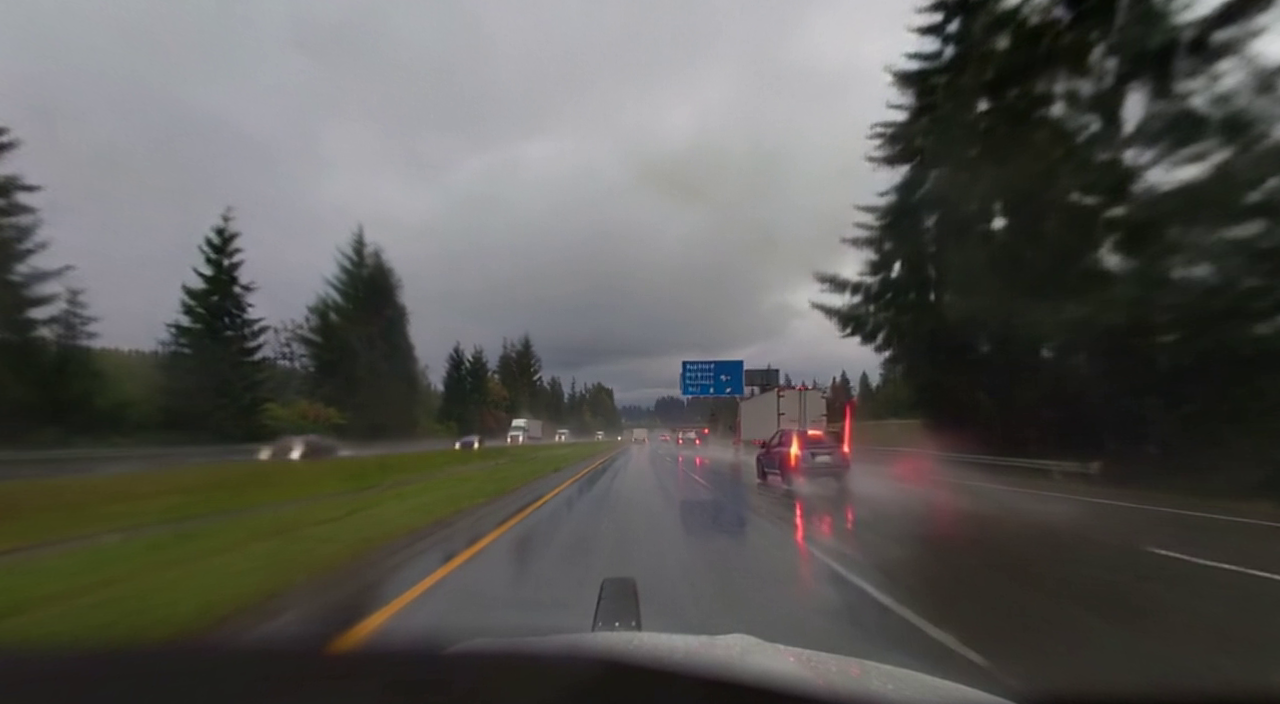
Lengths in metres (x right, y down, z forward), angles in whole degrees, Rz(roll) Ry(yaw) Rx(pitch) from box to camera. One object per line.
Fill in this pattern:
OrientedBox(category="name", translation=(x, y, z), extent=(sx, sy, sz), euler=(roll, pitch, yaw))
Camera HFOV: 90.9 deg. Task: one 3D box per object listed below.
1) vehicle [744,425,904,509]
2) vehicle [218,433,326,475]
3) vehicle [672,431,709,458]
OrientedBox(category="vehicle", translation=(3.735, 2.406, 13.754), extent=(1.986, 1.501, 4.529), euler=(0, -8, -2))
OrientedBox(category="vehicle", translation=(-13.421, 3.725, 23.254), extent=(1.752, 1.411, 3.734), euler=(0, -8, 0))
OrientedBox(category="vehicle", translation=(3.308, 6.169, 42.078), extent=(2.011, 1.672, 4.415), euler=(0, -8, -2))
